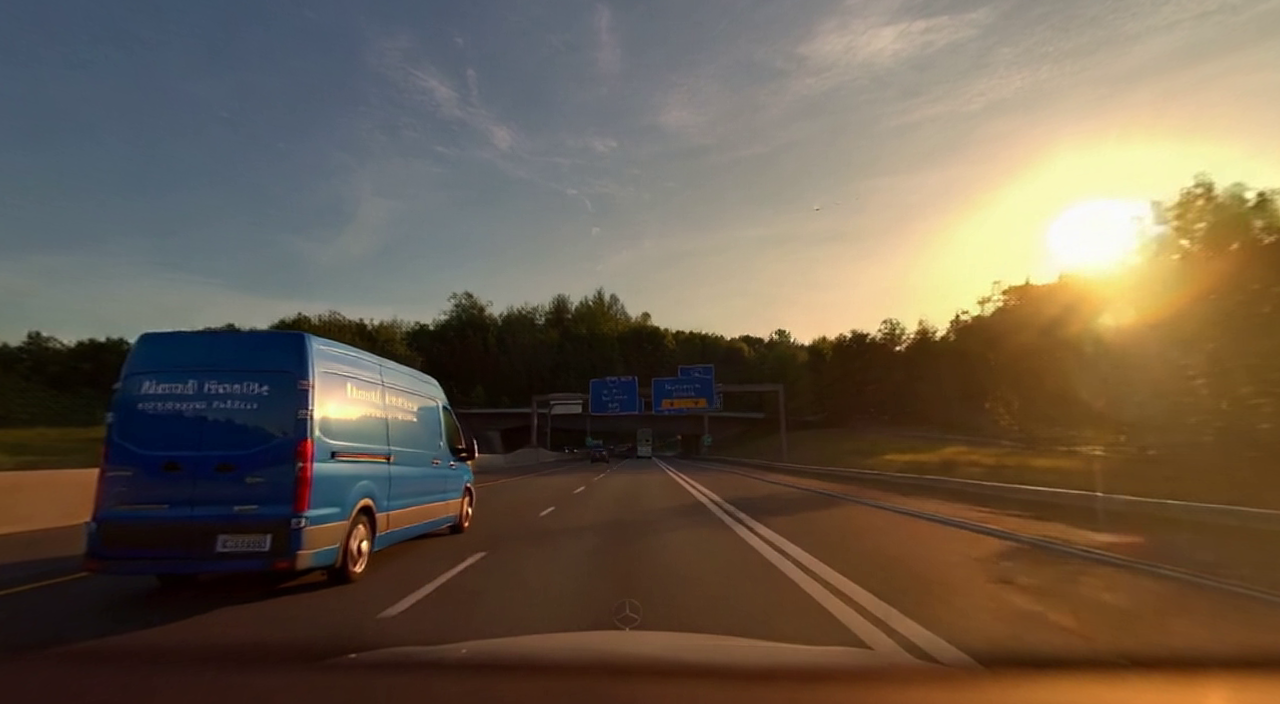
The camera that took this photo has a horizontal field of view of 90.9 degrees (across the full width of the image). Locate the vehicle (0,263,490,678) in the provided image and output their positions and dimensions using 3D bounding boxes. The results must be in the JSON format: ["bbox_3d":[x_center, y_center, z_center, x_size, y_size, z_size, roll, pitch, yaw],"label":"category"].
[{"bbox_3d":[-3.815,1.230,7.546,2.320,2.636,7.021,0,-9,0],"label":"vehicle"}]
